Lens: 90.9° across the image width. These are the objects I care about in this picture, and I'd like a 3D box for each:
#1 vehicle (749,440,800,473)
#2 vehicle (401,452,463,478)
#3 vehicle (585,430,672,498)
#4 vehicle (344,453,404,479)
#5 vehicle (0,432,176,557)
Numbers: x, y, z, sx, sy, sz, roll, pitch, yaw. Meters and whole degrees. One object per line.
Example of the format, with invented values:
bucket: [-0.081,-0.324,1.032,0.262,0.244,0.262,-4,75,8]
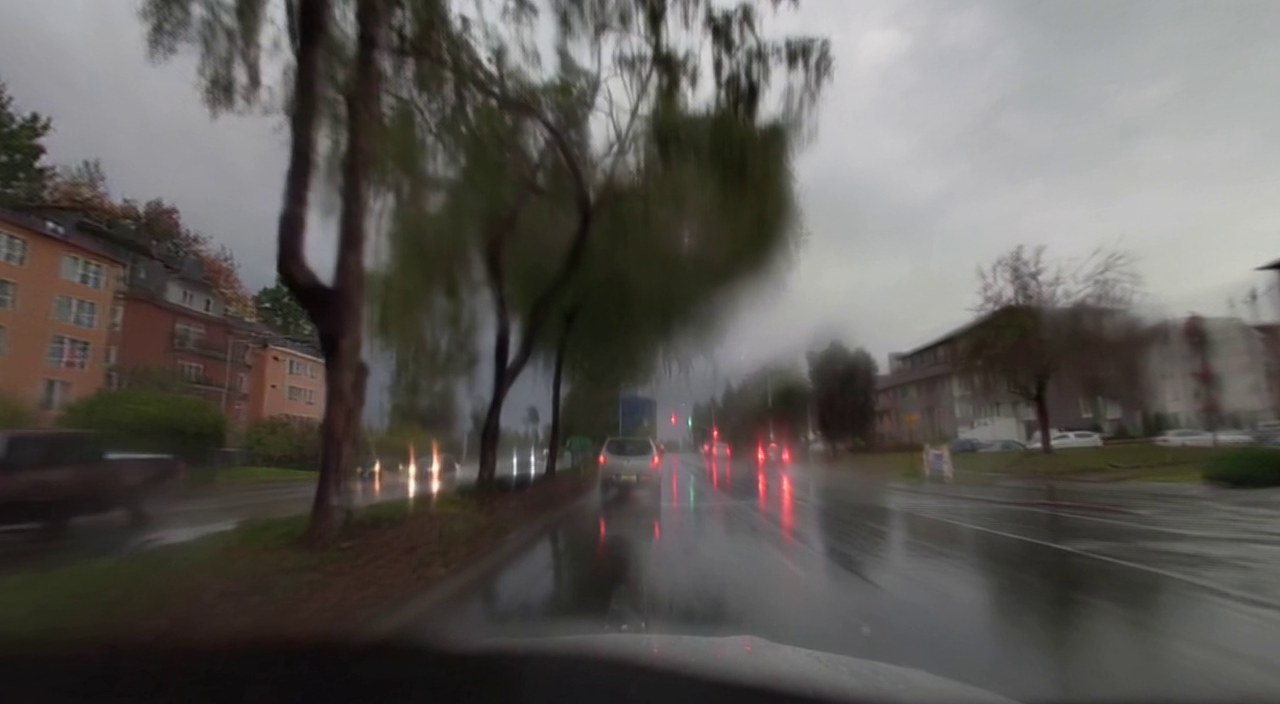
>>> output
vehicle: [7.522,5.899,35.643,1.971,1.722,4.341,0,-9,1]
vehicle: [-13.141,7.148,40.169,2.198,1.550,4.824,-1,-9,2]
vehicle: [-0.312,3.373,19.360,2.332,1.798,4.546,0,-9,0]
vehicle: [-20.411,8.765,48.639,2.056,1.822,5.400,-1,-9,3]
vehicle: [-10.933,2.232,9.942,2.238,1.906,6.264,-1,-9,2]
